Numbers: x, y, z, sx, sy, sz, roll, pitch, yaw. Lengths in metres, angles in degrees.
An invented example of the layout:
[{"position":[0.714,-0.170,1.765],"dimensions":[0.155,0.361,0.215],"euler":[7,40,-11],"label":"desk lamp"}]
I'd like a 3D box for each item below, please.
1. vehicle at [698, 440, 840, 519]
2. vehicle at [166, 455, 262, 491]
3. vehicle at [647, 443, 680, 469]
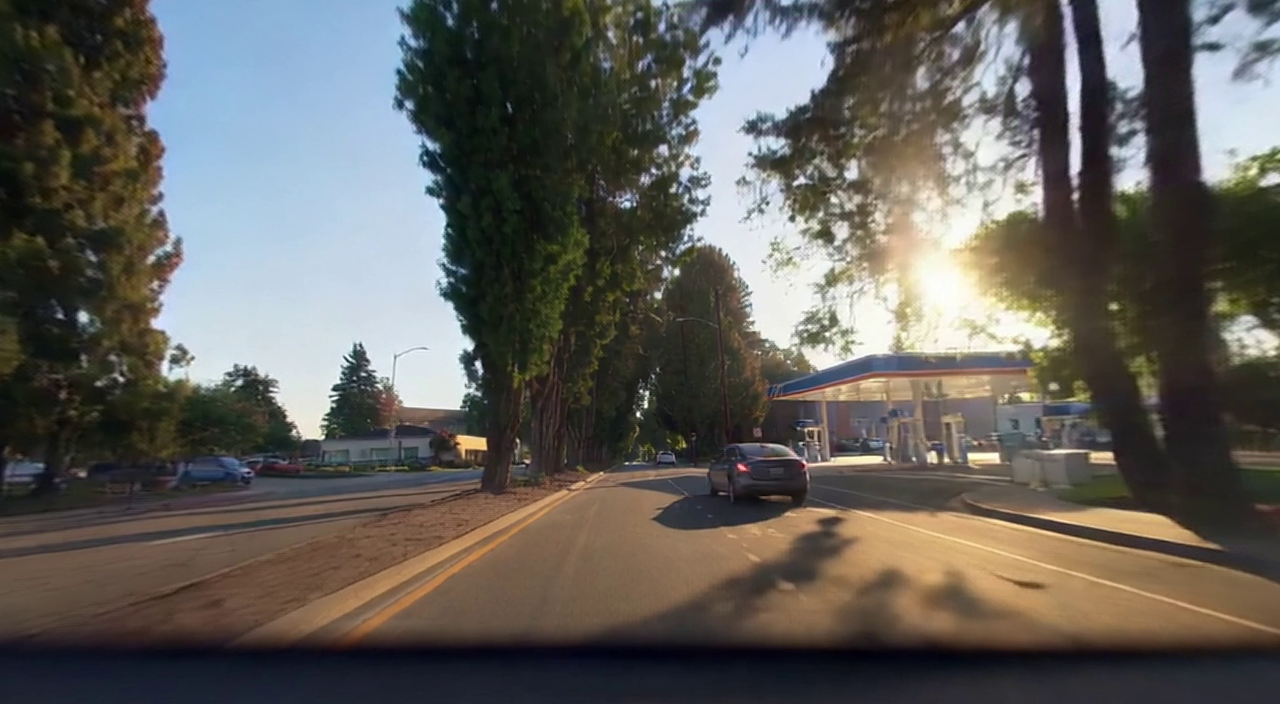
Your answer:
[{"position":[2.675,2.771,14.289],"dimensions":[2.061,1.475,4.296],"euler":[0,-9,-3],"label":"vehicle"},{"position":[-24.552,6.984,36.703],"dimensions":[2.082,1.829,5.094],"euler":[-1,-9,-1],"label":"vehicle"},{"position":[1.710,7.858,47.817],"dimensions":[2.115,1.840,4.777],"euler":[0,-9,-3],"label":"vehicle"}]
